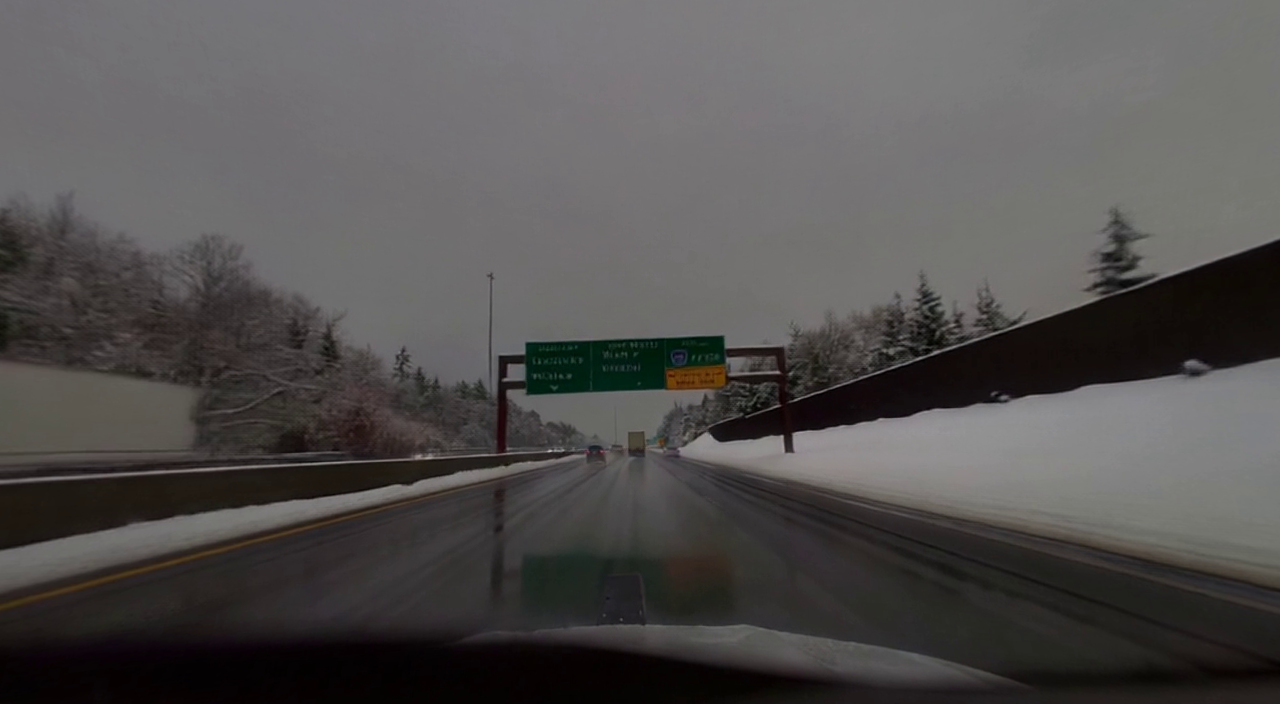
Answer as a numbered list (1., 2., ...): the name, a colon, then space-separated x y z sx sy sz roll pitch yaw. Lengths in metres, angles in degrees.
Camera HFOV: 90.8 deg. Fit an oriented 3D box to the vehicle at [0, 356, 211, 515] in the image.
1. vehicle: -17.748 2.206 16.547 2.932 3.996 14.452 0 -9 0
